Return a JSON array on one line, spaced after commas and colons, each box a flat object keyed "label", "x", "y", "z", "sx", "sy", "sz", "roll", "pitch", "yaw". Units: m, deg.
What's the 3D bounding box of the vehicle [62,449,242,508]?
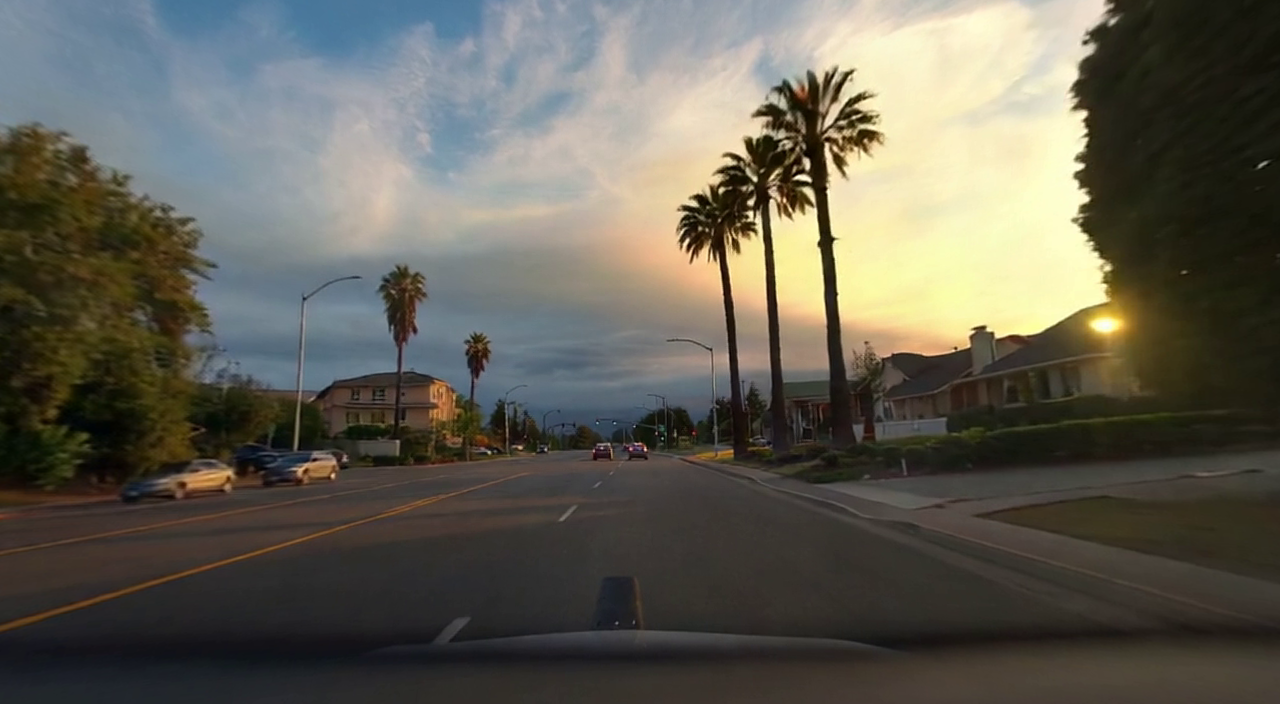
[{"label": "vehicle", "x": -14.229, "y": 3.678, "z": 18.853, "sx": 1.883, "sy": 1.496, "sz": 4.445, "roll": 0, "pitch": -9, "yaw": -1}]

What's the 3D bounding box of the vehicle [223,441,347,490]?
[{"label": "vehicle", "x": -14.350, "y": 4.601, "z": 26.027, "sx": 2.143, "sy": 1.808, "sz": 5.265, "roll": 0, "pitch": -9, "yaw": -1}]
